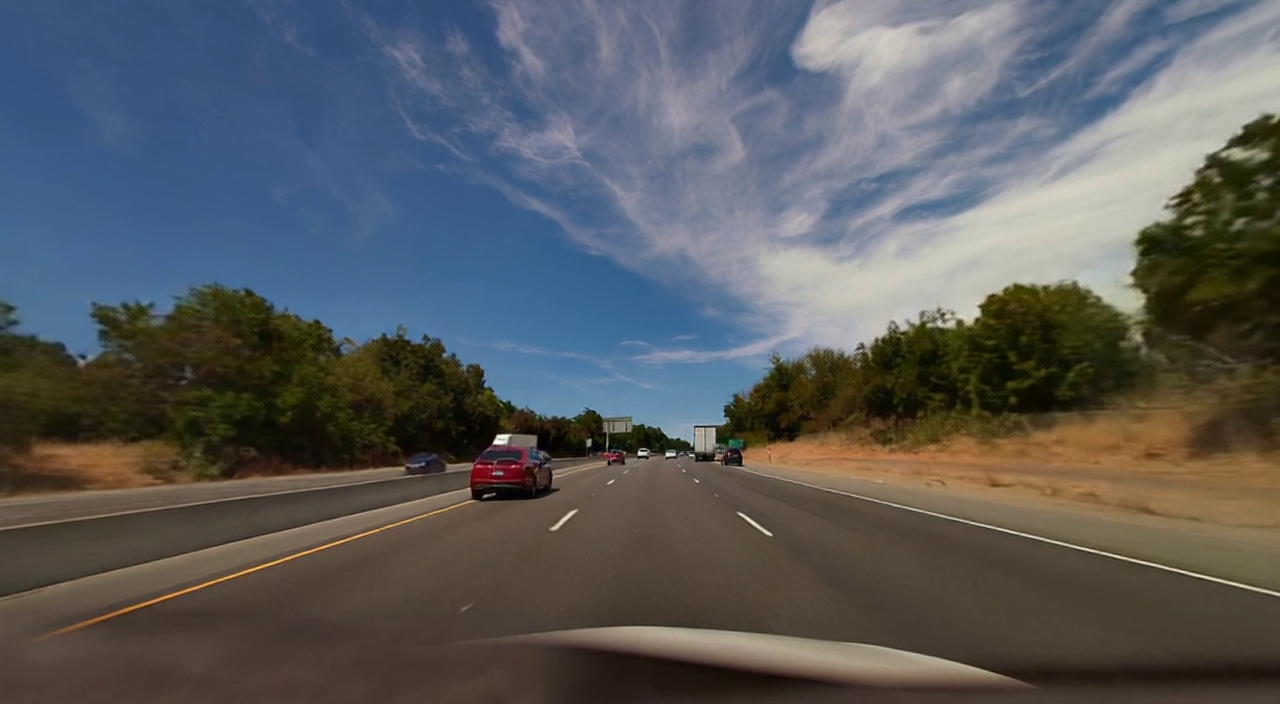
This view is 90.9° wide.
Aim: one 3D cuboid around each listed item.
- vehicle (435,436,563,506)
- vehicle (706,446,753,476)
[{"bbox_3d":[-3.422,3.011,16.386,2.085,1.530,4.809,0,-9,2],"label":"vehicle"},{"bbox_3d":[5.060,6.220,36.136,2.176,1.598,3.878,0,-9,1],"label":"vehicle"}]
